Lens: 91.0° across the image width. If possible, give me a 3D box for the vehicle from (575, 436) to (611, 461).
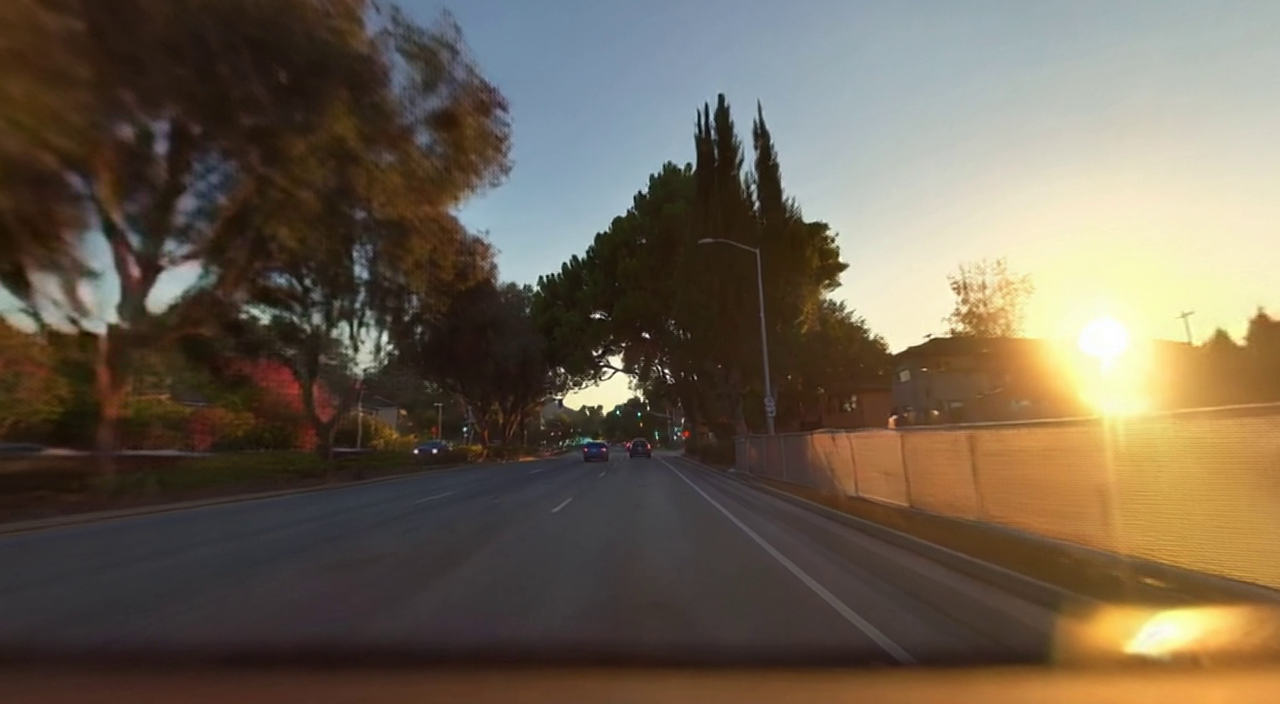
[{"bbox_3d":[-3.394,7.078,46.205,2.198,1.663,4.519,0,-8,0],"label":"vehicle"}]
